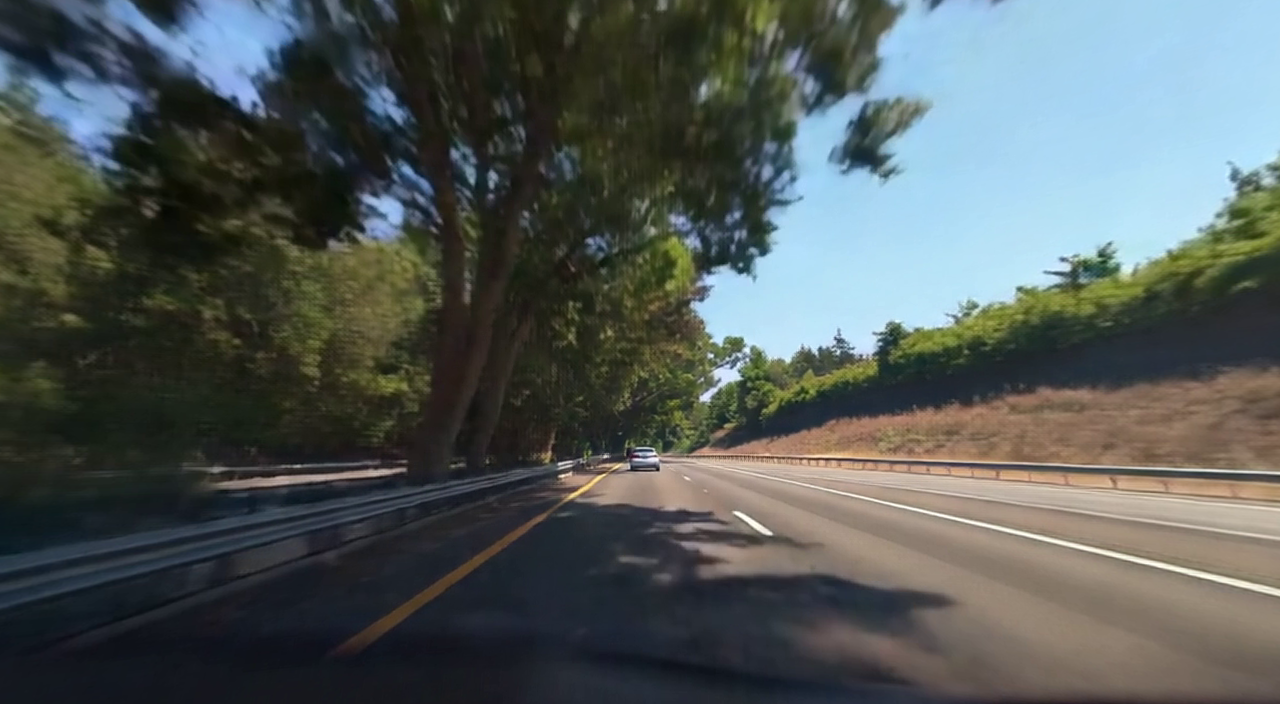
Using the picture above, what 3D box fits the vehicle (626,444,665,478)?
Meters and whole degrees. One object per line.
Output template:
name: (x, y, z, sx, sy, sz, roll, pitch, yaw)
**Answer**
vehicle: (0.256, 5.802, 33.753, 1.987, 1.658, 3.620, 0, -9, -1)
